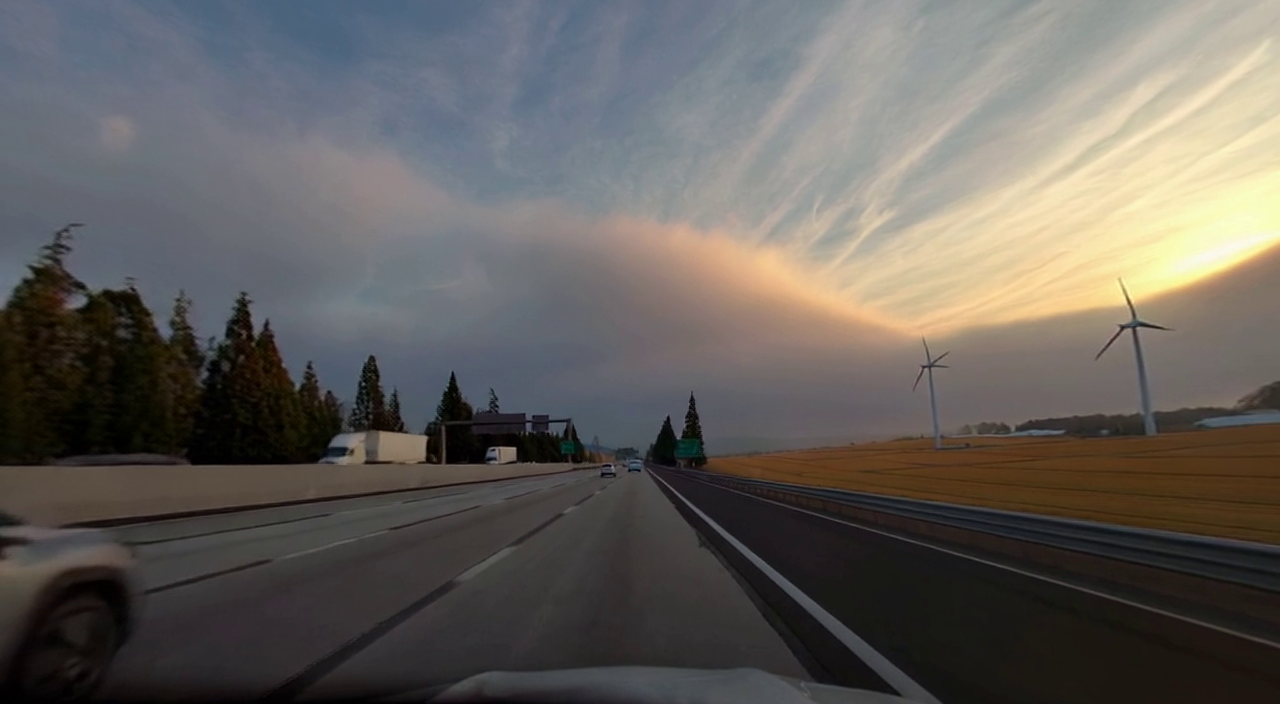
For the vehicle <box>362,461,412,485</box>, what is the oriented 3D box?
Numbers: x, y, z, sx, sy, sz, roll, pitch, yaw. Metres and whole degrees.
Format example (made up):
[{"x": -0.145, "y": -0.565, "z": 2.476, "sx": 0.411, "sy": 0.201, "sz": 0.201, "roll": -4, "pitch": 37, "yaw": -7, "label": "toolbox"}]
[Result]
[{"x": -16.154, "y": 7.730, "z": 40.366, "sx": 1.696, "sy": 1.416, "sz": 3.605, "roll": 1, "pitch": -10, "yaw": 0, "label": "vehicle"}]
